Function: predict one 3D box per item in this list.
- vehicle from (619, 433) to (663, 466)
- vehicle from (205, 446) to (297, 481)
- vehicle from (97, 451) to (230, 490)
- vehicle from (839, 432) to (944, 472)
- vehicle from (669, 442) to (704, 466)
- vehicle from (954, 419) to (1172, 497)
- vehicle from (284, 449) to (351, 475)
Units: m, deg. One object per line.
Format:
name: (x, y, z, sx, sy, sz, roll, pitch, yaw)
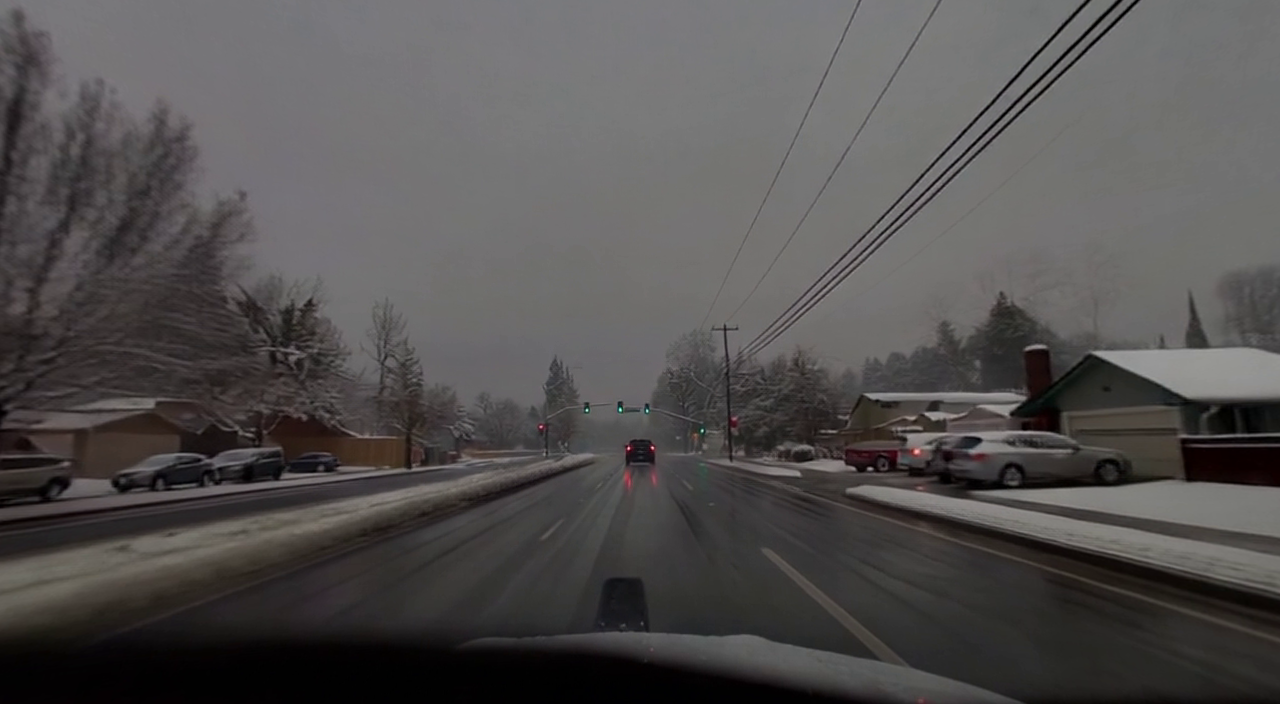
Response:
vehicle: (0.072, 6.577, 42.689, 2.769, 2.087, 5.130, 0, -9, 0)
vehicle: (-20.260, 5.813, 33.104, 1.973, 1.700, 4.475, 0, -9, -1)
vehicle: (-20.099, 4.993, 26.919, 2.050, 1.501, 4.588, 0, -9, 1)
vehicle: (12.664, 5.049, 31.923, 4.412, 1.878, 2.048, -1, -8, -1)
vehicle: (3.138, 6.983, 43.294, 2.002, 1.511, 4.124, 1, -9, 0)
vehicle: (11.668, 2.952, 17.729, 4.305, 1.997, 2.453, 0, -9, -1)
vehicle: (-20.436, 6.951, 40.156, 1.865, 1.506, 4.706, 0, -9, -1)
